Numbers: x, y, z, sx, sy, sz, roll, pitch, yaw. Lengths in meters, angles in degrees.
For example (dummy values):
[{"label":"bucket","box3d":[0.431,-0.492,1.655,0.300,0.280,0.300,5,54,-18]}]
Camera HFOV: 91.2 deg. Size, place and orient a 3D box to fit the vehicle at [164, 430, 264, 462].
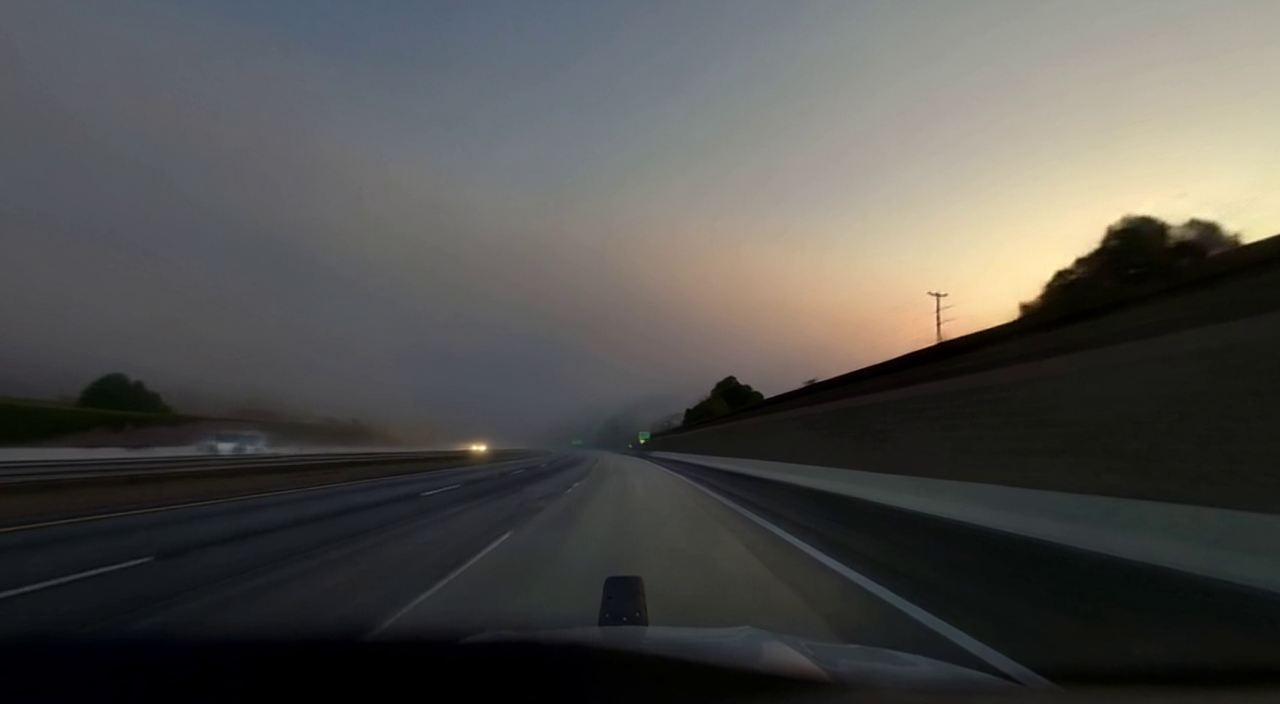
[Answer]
[{"label":"vehicle","box3d":[-21.988,4.893,32.663,2.081,1.569,4.506,0,-9,-1]}]
